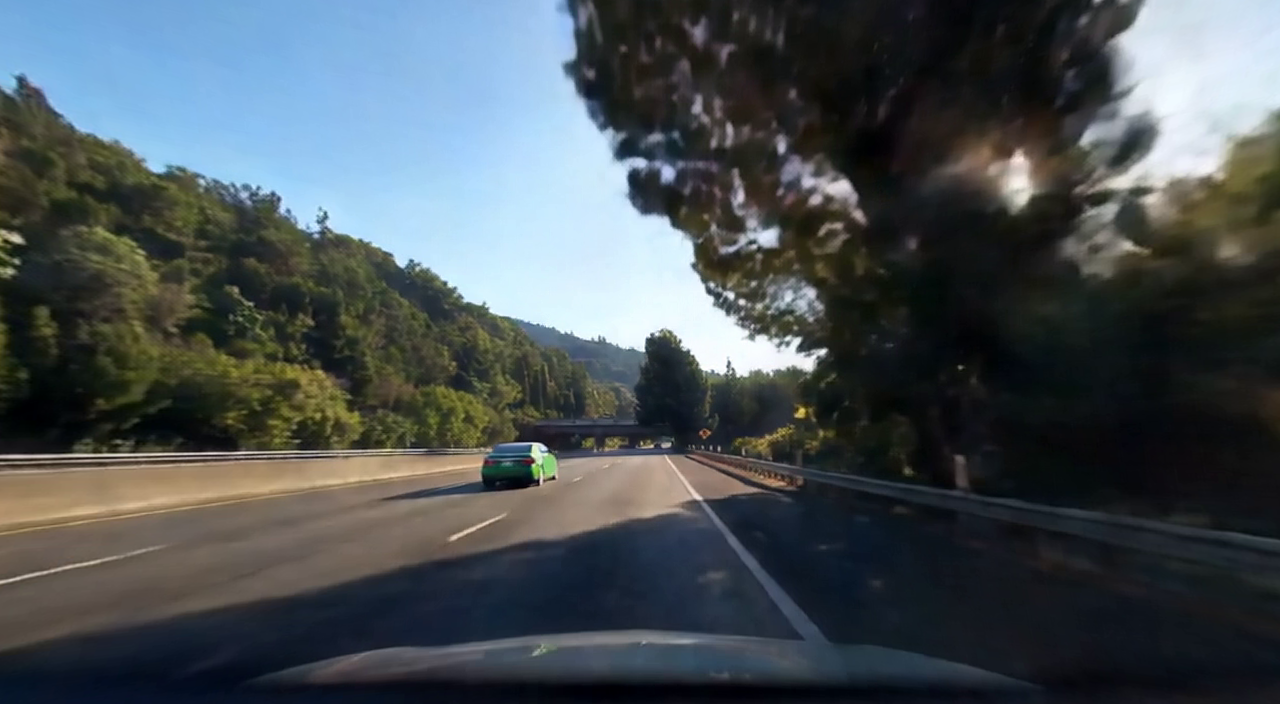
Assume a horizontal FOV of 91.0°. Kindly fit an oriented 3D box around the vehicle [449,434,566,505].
[{"bbox_3d":[-3.222,2.931,16.279,2.015,1.561,4.469,0,-8,1],"label":"vehicle"}]
